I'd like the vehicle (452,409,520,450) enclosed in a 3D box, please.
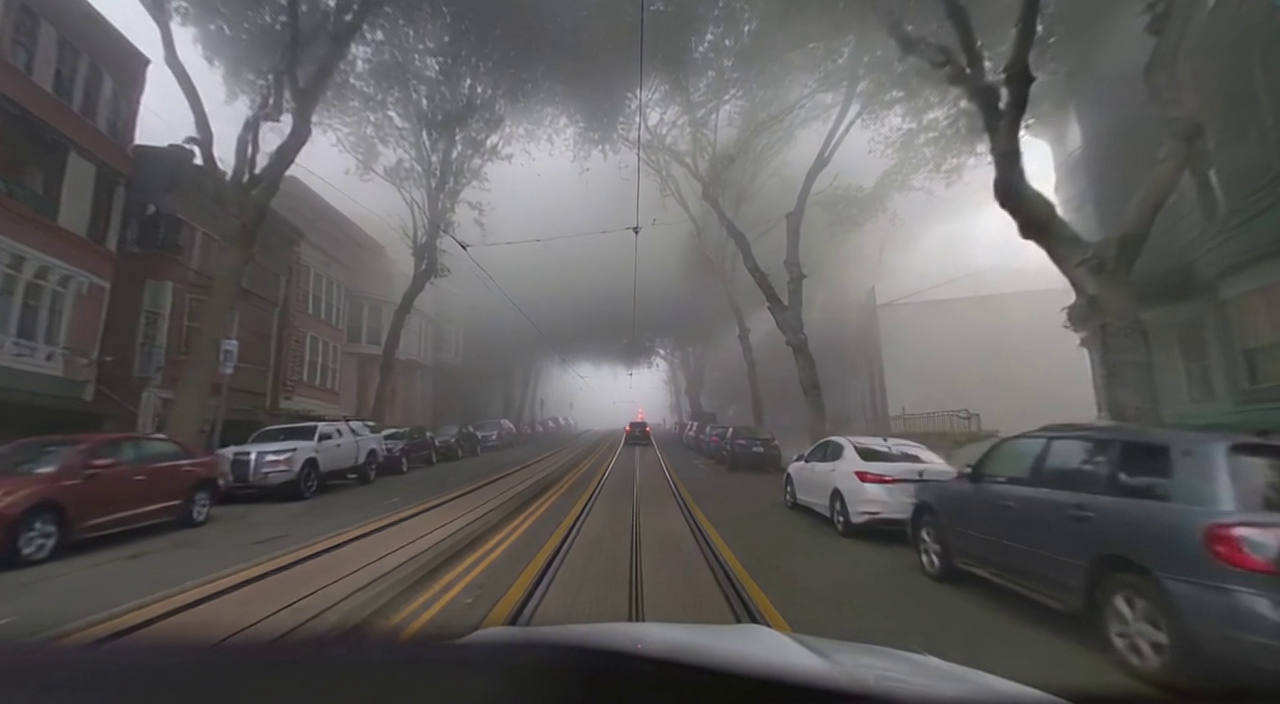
[{"bbox_3d":[-7.331,3.815,30.606,2.049,1.821,5.066,0,-8,0],"label":"vehicle"}]

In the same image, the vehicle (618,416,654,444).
[{"bbox_3d":[-0.217,4.561,36.637,1.984,1.571,3.404,0,-8,-1],"label":"vehicle"}]

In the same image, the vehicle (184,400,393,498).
[{"bbox_3d":[-7.391,2.142,13.981,1.861,1.751,4.550,1,-9,2],"label":"vehicle"}]

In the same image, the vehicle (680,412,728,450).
[{"bbox_3d":[3.703,4.640,37.895,2.242,2.000,6.340,1,-5,0],"label":"vehicle"}]

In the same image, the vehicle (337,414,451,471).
[{"bbox_3d":[-7.356,2.852,19.435,1.756,1.492,4.426,2,-10,-1],"label":"vehicle"}]

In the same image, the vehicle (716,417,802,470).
[{"bbox_3d":[3.805,3.053,21.019,1.890,1.559,4.281,0,-8,-2],"label":"vehicle"}]

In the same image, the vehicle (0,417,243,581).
[{"bbox_3d":[-7.327,1.682,8.241,1.779,1.588,3.953,2,-7,-2],"label":"vehicle"}]

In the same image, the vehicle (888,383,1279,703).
[{"bbox_3d":[3.920,1.323,5.309,1.929,1.723,4.134,0,-8,-1],"label":"vehicle"}]
